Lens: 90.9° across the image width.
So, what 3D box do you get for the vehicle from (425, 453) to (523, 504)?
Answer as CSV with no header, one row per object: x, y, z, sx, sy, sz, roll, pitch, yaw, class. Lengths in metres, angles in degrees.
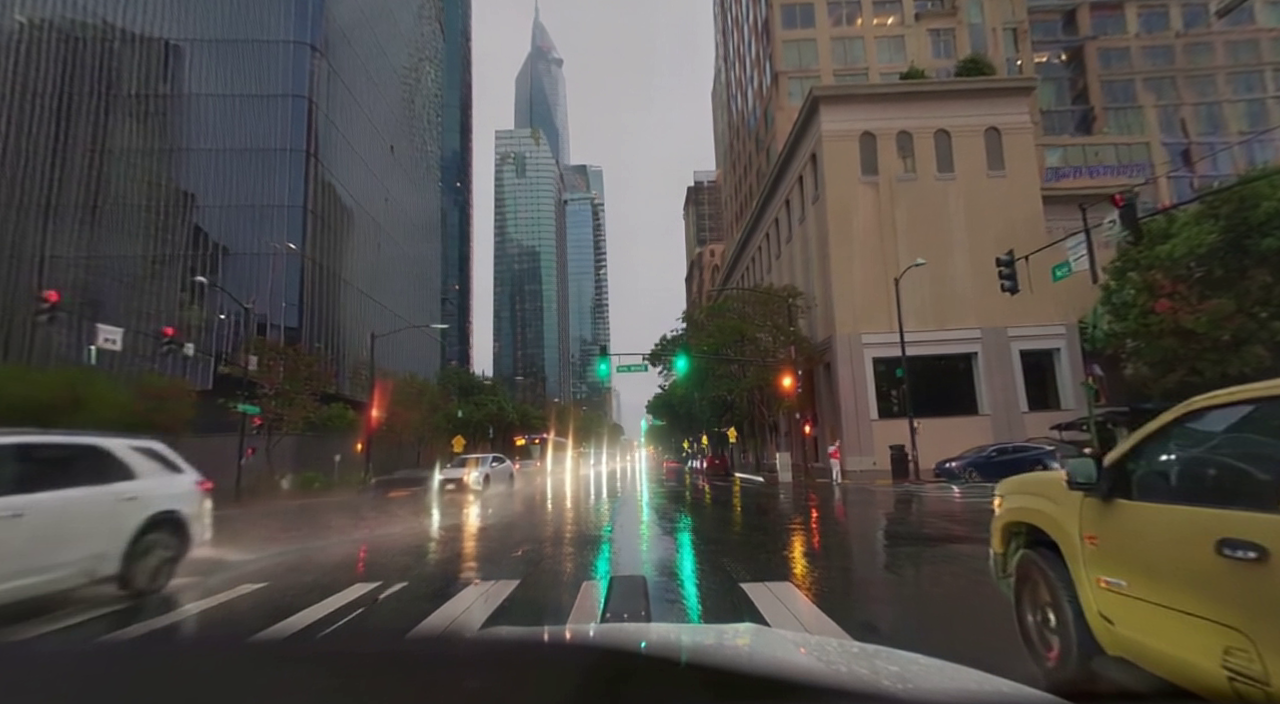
-5.478,4.222,21.519,1.956,1.457,4.958,0,-8,1,vehicle

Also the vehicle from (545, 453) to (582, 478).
-5.357,8.022,44.635,1.997,1.610,4.144,0,-8,2,vehicle

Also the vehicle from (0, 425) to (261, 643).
-6.047,1.584,5.980,1.990,1.710,4.507,0,-8,1,vehicle

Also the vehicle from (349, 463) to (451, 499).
-11.784,6.342,31.328,2.051,1.468,4.635,-3,-9,22,vehicle

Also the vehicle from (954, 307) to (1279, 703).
3.278,0.714,1.756,2.118,1.848,5.426,0,-8,2,vehicle
